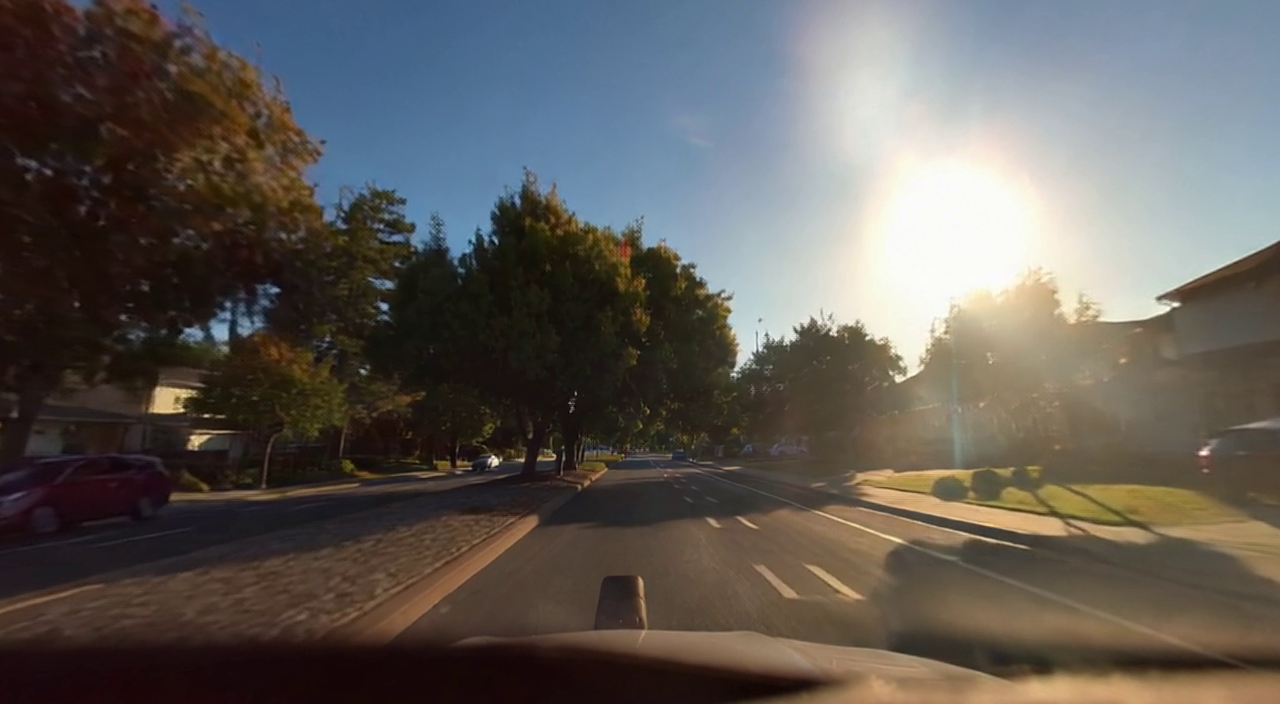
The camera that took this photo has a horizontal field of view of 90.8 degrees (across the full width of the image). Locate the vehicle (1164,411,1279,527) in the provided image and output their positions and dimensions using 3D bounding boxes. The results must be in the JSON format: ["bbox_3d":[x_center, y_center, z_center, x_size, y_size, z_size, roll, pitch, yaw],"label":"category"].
[{"bbox_3d":[12.337,1.947,11.263,4.194,1.850,1.951,-2,-8,-3],"label":"vehicle"}]

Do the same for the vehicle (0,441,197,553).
[{"bbox_3d":[-12.121,2.876,13.364,2.105,1.930,4.541,0,-9,0],"label":"vehicle"}]

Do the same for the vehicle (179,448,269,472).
[{"bbox_3d":[-27.865,7.225,42.395,4.551,1.556,2.061,0,-9,-1],"label":"vehicle"}]
